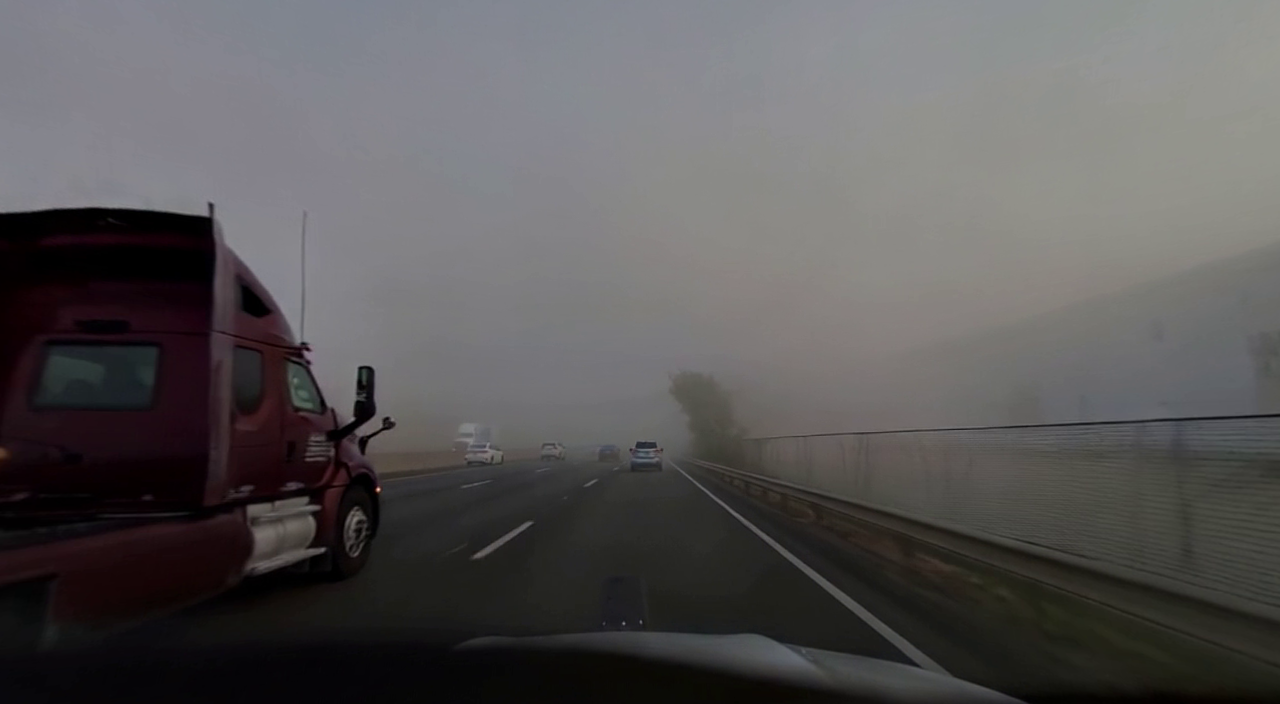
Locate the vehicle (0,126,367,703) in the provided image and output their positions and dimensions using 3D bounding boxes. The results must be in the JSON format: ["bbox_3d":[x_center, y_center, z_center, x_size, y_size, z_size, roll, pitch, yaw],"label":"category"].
[{"bbox_3d":[-3.468,0.395,1.796,2.693,2.348,5.694,0,-8,1],"label":"vehicle"}]

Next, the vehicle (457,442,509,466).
[{"bbox_3d":[-10.162,6.616,41.165,1.910,1.501,5.004,0,-8,2],"label":"vehicle"}]

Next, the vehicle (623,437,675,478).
[{"bbox_3d":[0.407,4.638,28.007,2.136,1.678,4.052,0,-8,1],"label":"vehicle"}]

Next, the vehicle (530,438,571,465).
[{"bbox_3d":[-6.259,7.038,44.719,2.105,1.790,4.689,0,-8,2],"label":"vehicle"}]
